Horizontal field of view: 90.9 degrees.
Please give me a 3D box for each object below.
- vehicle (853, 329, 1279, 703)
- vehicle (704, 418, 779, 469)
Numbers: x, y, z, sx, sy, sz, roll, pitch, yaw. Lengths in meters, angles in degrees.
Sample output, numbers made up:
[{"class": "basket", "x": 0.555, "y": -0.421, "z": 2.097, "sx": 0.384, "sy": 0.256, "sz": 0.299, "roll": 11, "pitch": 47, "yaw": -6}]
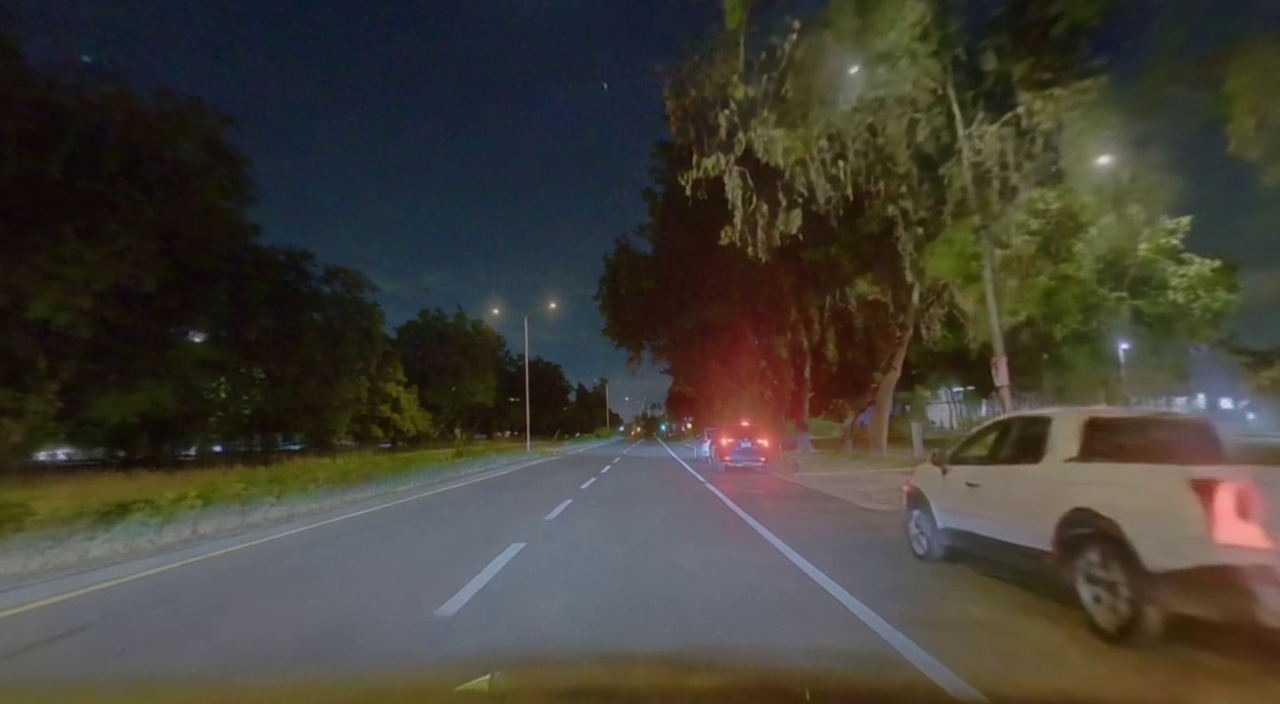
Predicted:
[{"class": "vehicle", "x": 3.726, "y": 1.080, "z": 4.945, "sx": 2.250, "sy": 1.720, "sz": 5.033, "roll": 0, "pitch": -8, "yaw": -1}, {"class": "vehicle", "x": 4.060, "y": 3.743, "z": 26.030, "sx": 2.226, "sy": 1.889, "sz": 4.543, "roll": 0, "pitch": -8, "yaw": -1}]
